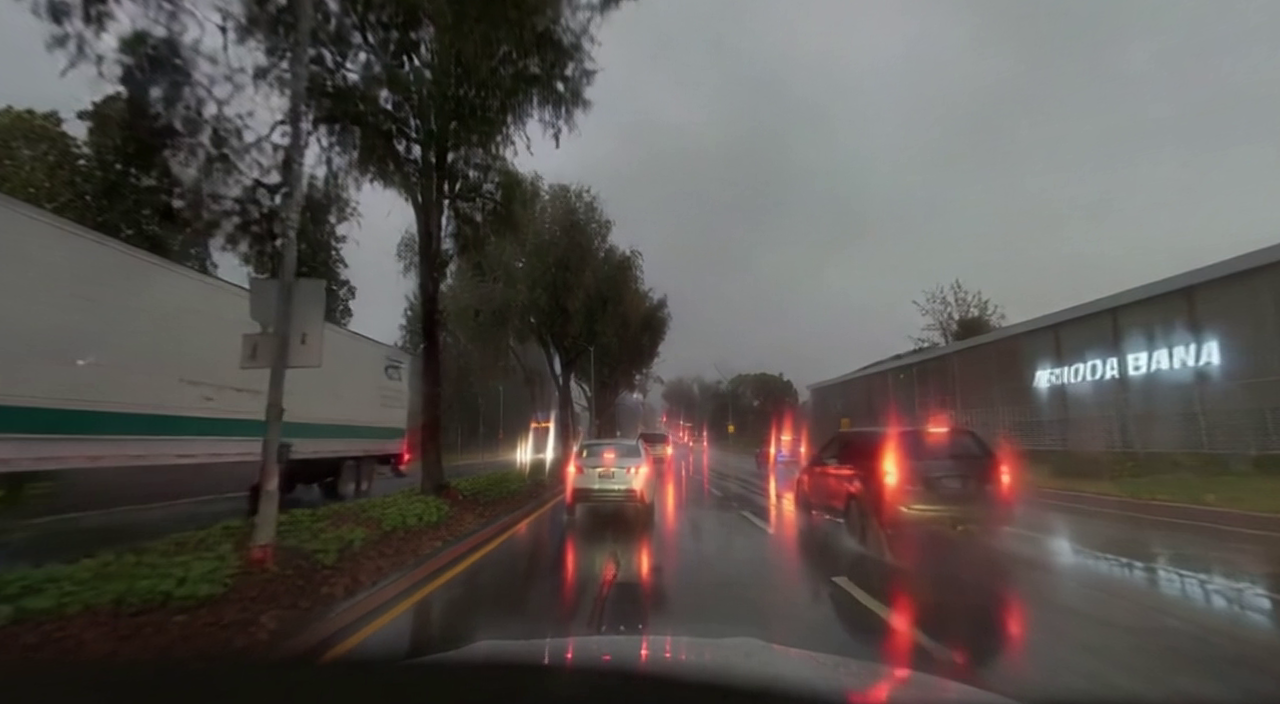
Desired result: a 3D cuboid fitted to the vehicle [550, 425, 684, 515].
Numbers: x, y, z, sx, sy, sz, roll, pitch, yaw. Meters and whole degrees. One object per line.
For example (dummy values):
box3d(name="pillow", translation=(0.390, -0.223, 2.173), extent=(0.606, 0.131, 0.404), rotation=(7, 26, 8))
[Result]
box3d(name="vehicle", translation=(-0.403, 2.360, 12.998), extent=(2.315, 1.563, 4.080), rotation=(0, -9, 0))

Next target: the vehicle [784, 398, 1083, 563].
box3d(name="vehicle", translation=(3.689, 1.718, 9.089), extent=(2.090, 1.763, 4.560), rotation=(0, -9, 0))

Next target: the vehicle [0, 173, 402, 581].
box3d(name="vehicle", translation=(-8.369, 0.672, 9.338), extent=(3.250, 4.249, 16.263), rotation=(0, -9, 0))
